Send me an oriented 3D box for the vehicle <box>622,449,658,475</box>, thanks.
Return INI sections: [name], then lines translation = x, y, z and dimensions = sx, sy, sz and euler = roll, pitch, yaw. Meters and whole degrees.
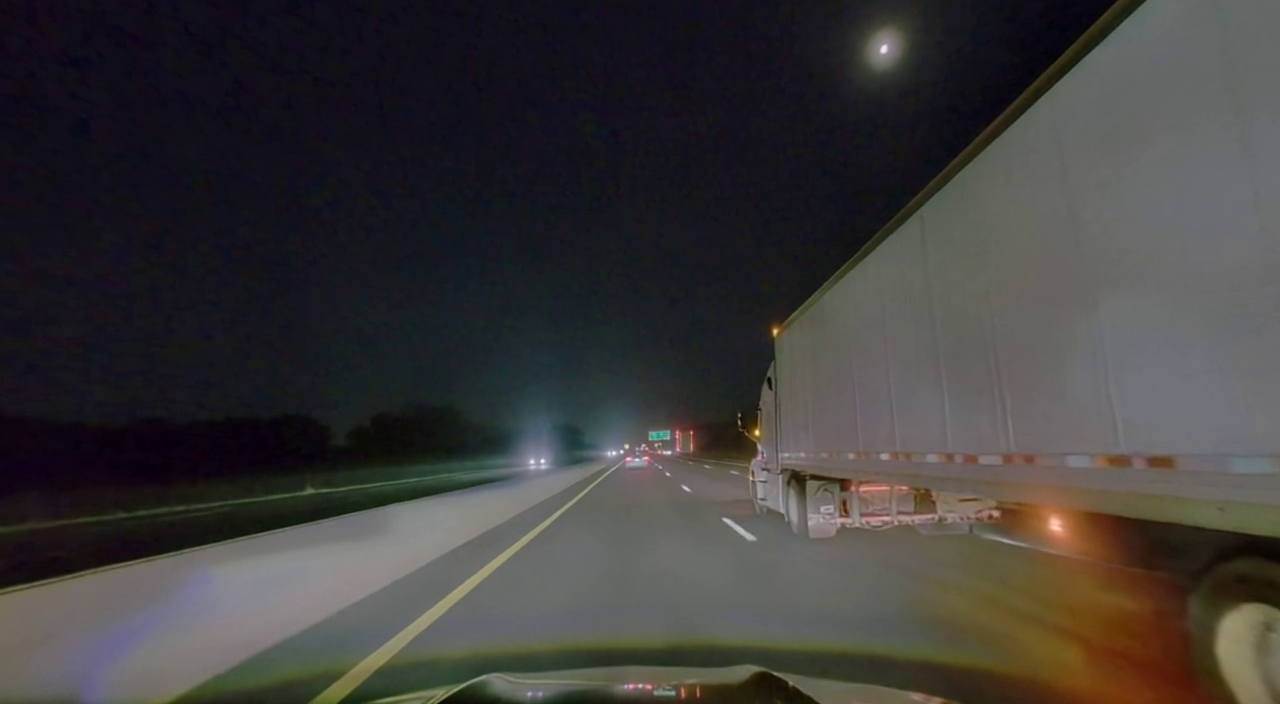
[vehicle]
translation = -0.048, 6.574, 37.687
dimensions = 2.083, 1.473, 3.923
euler = 0, -9, -1
